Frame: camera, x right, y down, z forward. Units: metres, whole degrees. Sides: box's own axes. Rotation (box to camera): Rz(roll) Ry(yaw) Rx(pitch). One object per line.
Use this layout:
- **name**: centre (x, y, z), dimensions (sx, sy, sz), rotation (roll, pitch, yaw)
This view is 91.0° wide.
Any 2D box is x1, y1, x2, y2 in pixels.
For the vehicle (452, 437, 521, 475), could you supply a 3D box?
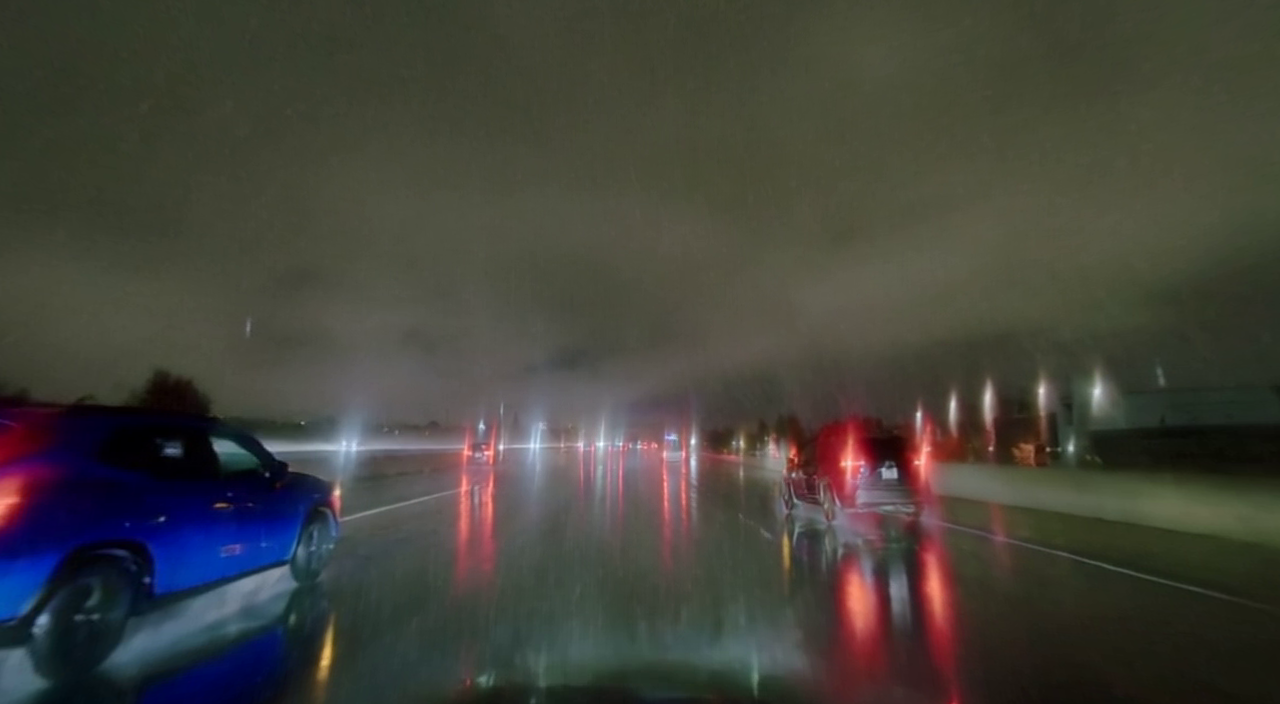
- **vehicle**: centre (-7.398, 5.075, 30.829), dimensions (2.095, 1.696, 4.680), rotation (-1, -9, 1)

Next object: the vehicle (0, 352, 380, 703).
- **vehicle**: centre (-4.034, 1.154, 4.687), dimensions (2.214, 1.743, 4.465), rotation (0, -9, 1)

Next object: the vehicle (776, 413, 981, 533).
- **vehicle**: centre (4.260, 2.255, 12.294), dimensions (2.153, 1.860, 4.689), rotation (0, -9, 0)
